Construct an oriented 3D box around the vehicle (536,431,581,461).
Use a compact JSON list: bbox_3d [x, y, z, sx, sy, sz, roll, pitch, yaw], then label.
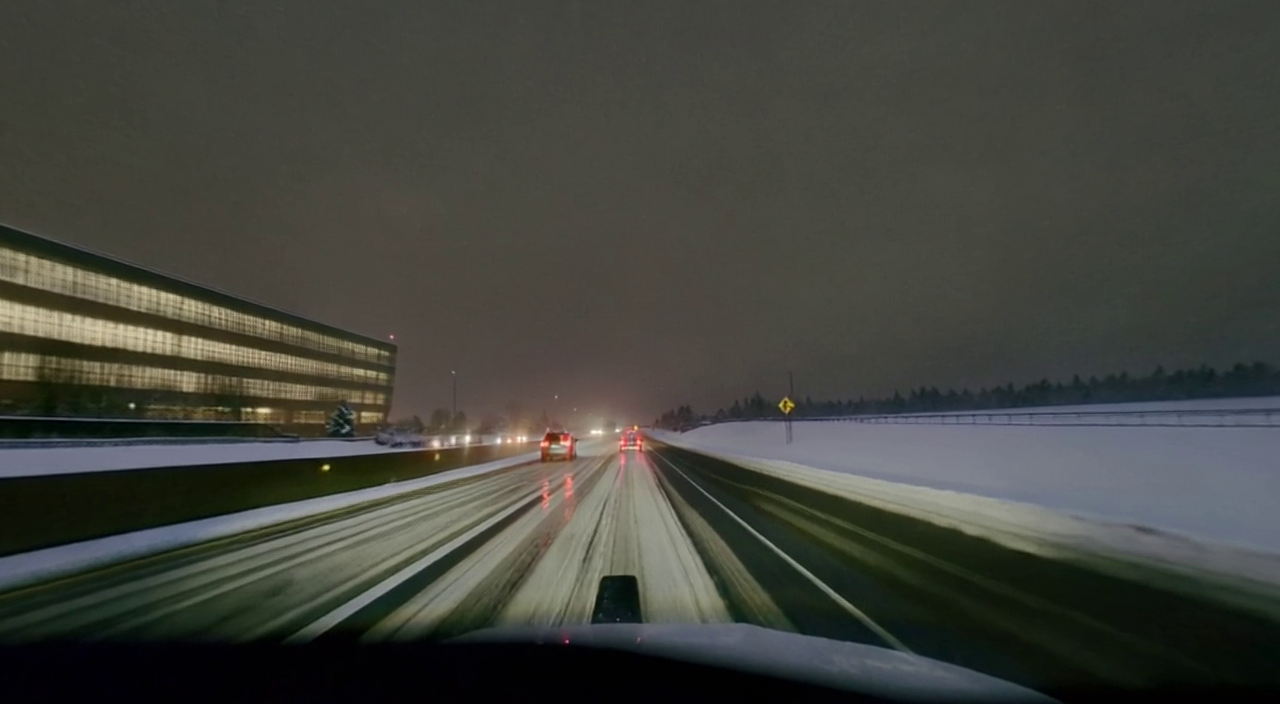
[{"bbox_3d":[-4.669,5.458,36.543,2.036,1.612,4.510,0,-8,0],"label":"vehicle"}]
